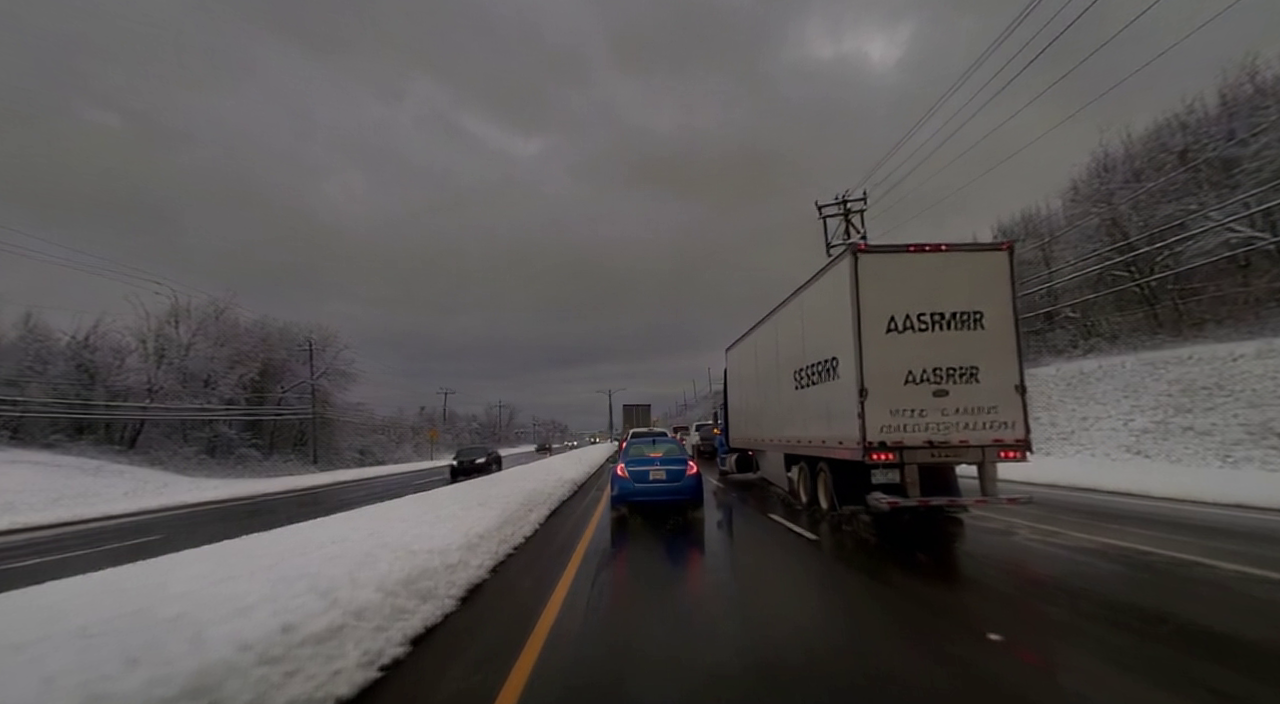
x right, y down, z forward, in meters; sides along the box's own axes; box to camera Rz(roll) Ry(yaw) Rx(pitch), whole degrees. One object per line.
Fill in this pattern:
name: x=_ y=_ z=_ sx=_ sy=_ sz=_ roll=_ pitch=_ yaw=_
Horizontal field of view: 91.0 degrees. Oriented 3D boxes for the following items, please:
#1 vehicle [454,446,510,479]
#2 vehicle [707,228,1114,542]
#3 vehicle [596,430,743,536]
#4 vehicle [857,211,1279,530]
vehicle: x=-8.209 y=5.746 z=33.036 sx=1.848 sy=1.512 sz=4.327 roll=-1 pitch=-8 yaw=0
vehicle: x=4.182 y=1.346 z=15.230 sx=3.138 sy=4.065 sz=14.276 roll=0 pitch=-8 yaw=-2
vehicle: x=0.347 y=2.085 z=10.628 sx=2.045 sy=1.446 sz=3.597 roll=0 pitch=-8 yaw=-2
vehicle: x=8.694 y=1.031 z=14.282 sx=2.845 sy=4.146 sz=12.401 roll=0 pitch=-8 yaw=-1
